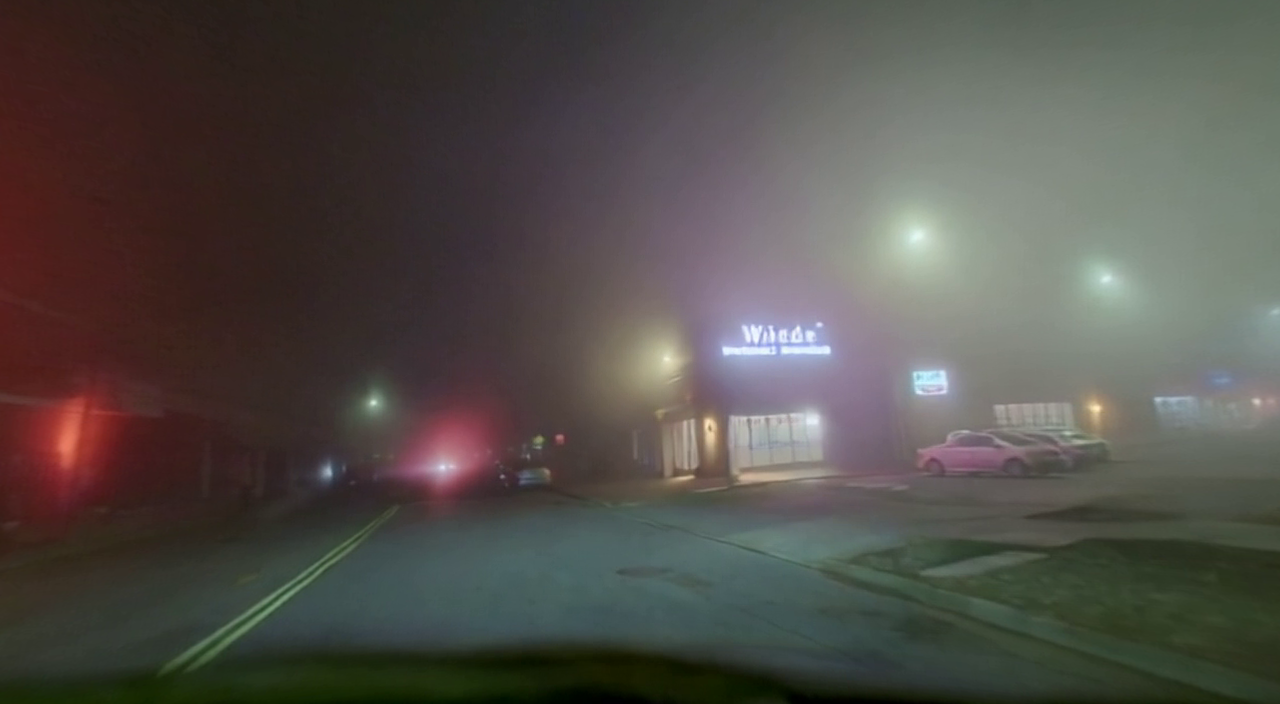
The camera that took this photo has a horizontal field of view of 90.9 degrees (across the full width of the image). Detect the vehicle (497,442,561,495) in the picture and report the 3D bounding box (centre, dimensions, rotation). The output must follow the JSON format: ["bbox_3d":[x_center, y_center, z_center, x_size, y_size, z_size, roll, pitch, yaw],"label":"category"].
[{"bbox_3d":[-4.932,5.031,27.512,2.150,2.013,4.748,1,-9,-17],"label":"vehicle"}]

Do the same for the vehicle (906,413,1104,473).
[{"bbox_3d":[11.079,2.889,19.508,1.869,1.618,4.814,6,-12,-40],"label":"vehicle"}]
